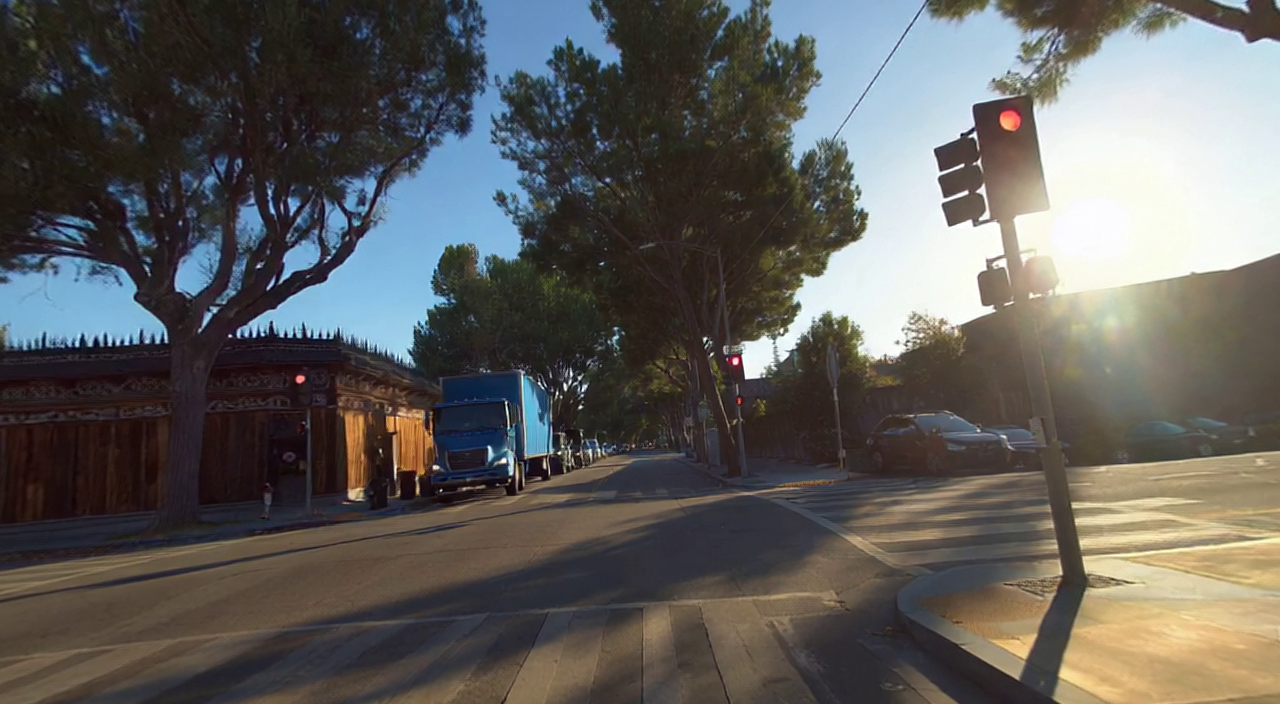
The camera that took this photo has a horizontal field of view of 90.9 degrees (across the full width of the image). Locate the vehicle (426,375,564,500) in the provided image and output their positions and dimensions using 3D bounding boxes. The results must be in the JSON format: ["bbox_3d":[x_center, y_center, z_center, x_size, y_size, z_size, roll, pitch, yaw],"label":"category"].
[{"bbox_3d":[-5.723,3.695,27.145,3.113,4.041,10.284,-6,-8,0],"label":"vehicle"}]

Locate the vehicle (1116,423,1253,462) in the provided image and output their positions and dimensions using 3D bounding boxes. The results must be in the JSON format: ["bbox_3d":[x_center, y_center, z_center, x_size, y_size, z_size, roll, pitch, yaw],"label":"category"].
[{"bbox_3d":[24.948,4.160,29.021,4.268,1.695,2.053,0,-8,3],"label":"vehicle"}]

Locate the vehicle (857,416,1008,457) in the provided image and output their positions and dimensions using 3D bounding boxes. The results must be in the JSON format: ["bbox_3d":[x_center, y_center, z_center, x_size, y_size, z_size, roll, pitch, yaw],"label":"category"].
[{"bbox_3d":[10.726,3.142,23.415,4.643,1.456,1.820,-1,-8,5],"label":"vehicle"}]
